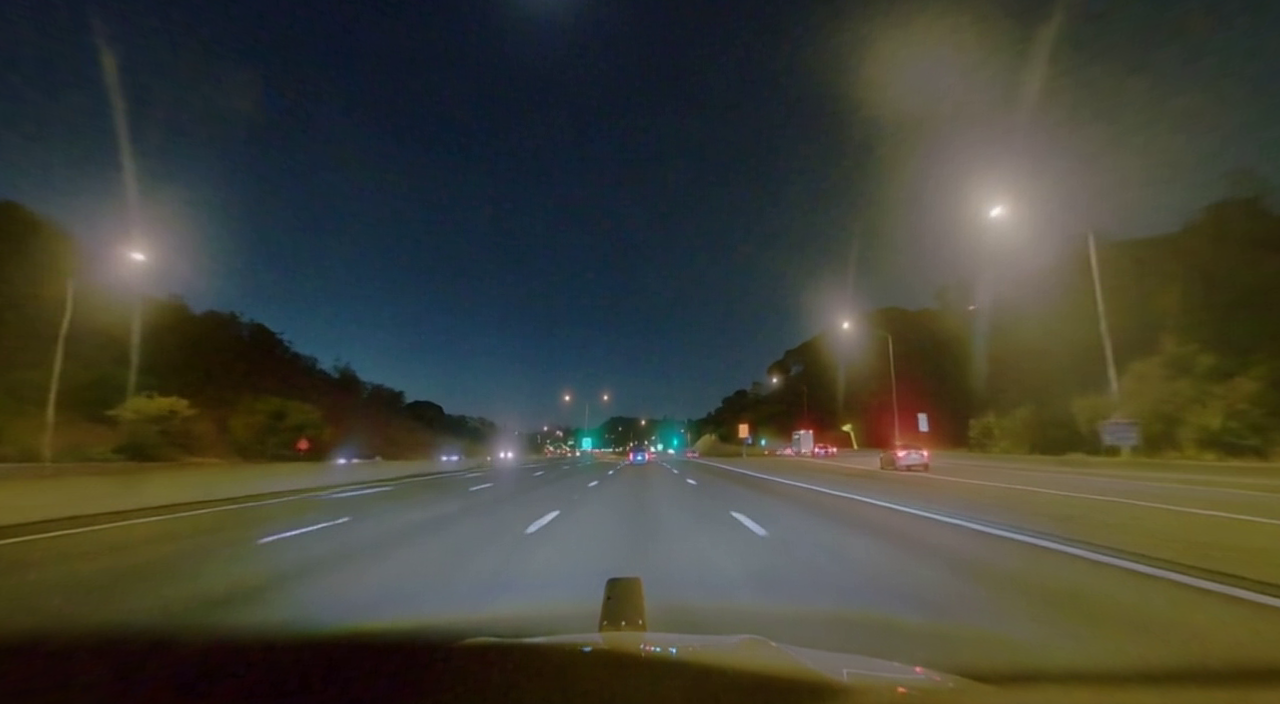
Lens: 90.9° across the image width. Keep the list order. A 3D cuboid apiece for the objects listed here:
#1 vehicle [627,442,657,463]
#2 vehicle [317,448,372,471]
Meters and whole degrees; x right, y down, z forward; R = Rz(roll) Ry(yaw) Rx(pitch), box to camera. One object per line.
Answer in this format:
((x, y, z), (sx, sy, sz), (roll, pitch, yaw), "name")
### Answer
((0.094, 7.519, 47.424), (2.193, 1.497, 4.337), (0, -8, -1), "vehicle")
((-20.877, 7.601, 44.733), (2.001, 1.500, 3.901), (0, -8, 0), "vehicle")
